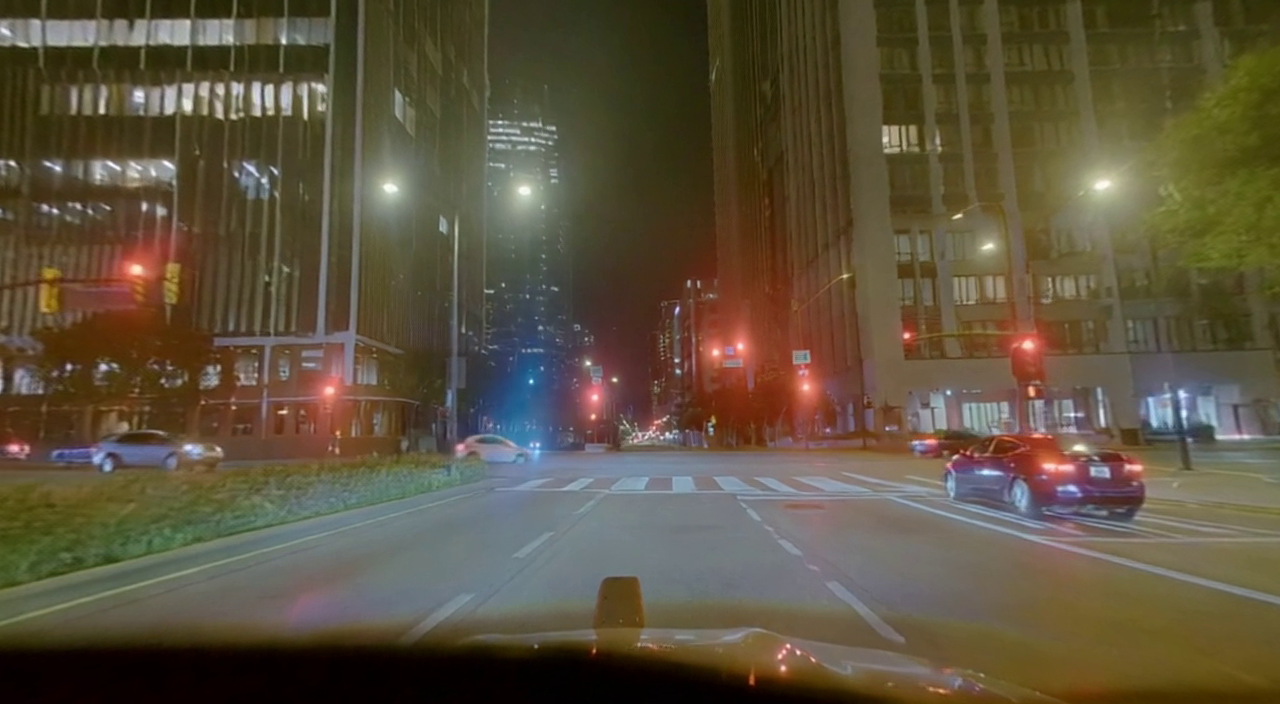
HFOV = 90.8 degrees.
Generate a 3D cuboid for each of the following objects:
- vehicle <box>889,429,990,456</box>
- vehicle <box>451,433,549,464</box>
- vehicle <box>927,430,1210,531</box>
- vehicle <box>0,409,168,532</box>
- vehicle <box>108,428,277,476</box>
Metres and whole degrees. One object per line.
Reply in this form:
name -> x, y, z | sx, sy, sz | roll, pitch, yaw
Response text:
vehicle -> 16.800, 5.105, 35.609 | 4.762, 1.420, 1.814 | 0, -8, -1
vehicle -> -6.946, 4.833, 31.673 | 4.503, 1.475, 1.789 | 0, -8, -2
vehicle -> 7.557, 2.289, 11.960 | 1.936, 1.489, 4.885 | 0, -8, 0
vehicle -> -11.381, 2.166, 12.021 | 2.125, 1.910, 4.779 | 2, -9, -15
vehicle -> -19.473, 4.378, 27.748 | 5.659, 1.967, 2.149 | 0, -8, -2
